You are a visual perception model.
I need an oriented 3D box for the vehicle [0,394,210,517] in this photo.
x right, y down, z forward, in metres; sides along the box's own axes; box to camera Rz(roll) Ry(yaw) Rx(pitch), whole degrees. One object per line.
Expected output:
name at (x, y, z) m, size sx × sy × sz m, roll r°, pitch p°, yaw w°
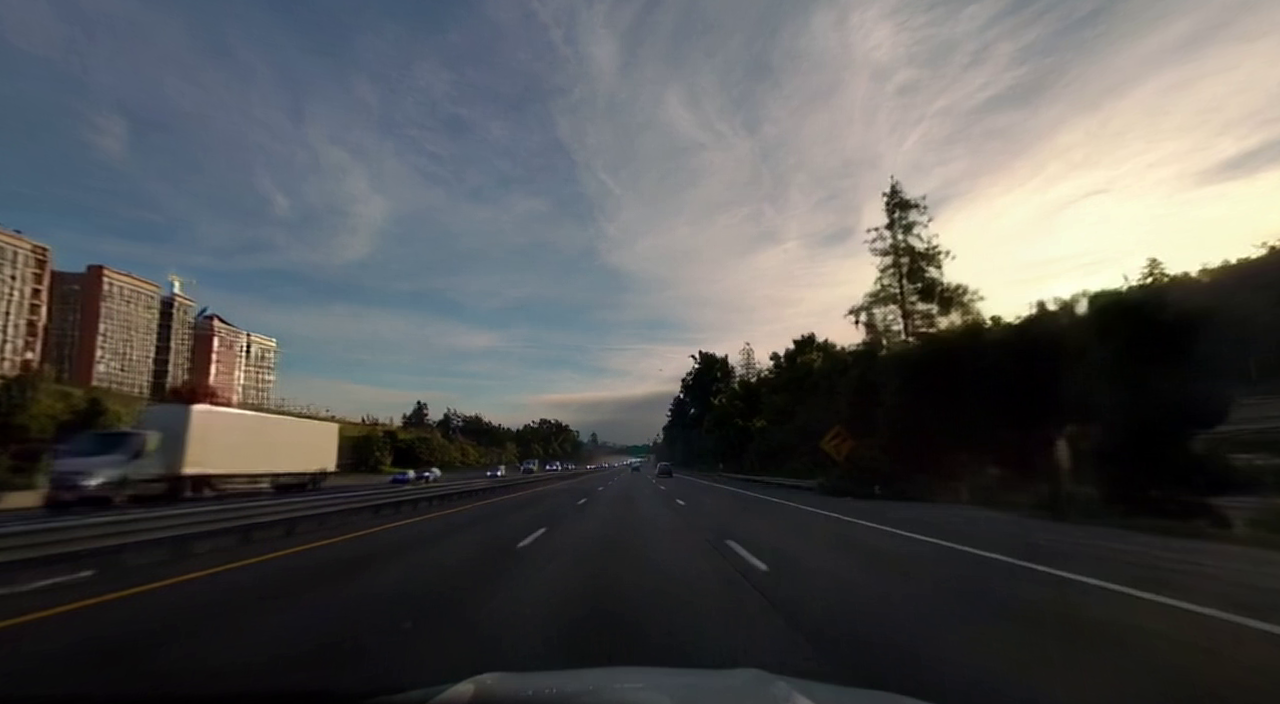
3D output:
vehicle at (-20.075, 3.954, 23.881) m, size 3.010 × 4.019 × 5.914 m, roll 1°, pitch -10°, yaw 0°
